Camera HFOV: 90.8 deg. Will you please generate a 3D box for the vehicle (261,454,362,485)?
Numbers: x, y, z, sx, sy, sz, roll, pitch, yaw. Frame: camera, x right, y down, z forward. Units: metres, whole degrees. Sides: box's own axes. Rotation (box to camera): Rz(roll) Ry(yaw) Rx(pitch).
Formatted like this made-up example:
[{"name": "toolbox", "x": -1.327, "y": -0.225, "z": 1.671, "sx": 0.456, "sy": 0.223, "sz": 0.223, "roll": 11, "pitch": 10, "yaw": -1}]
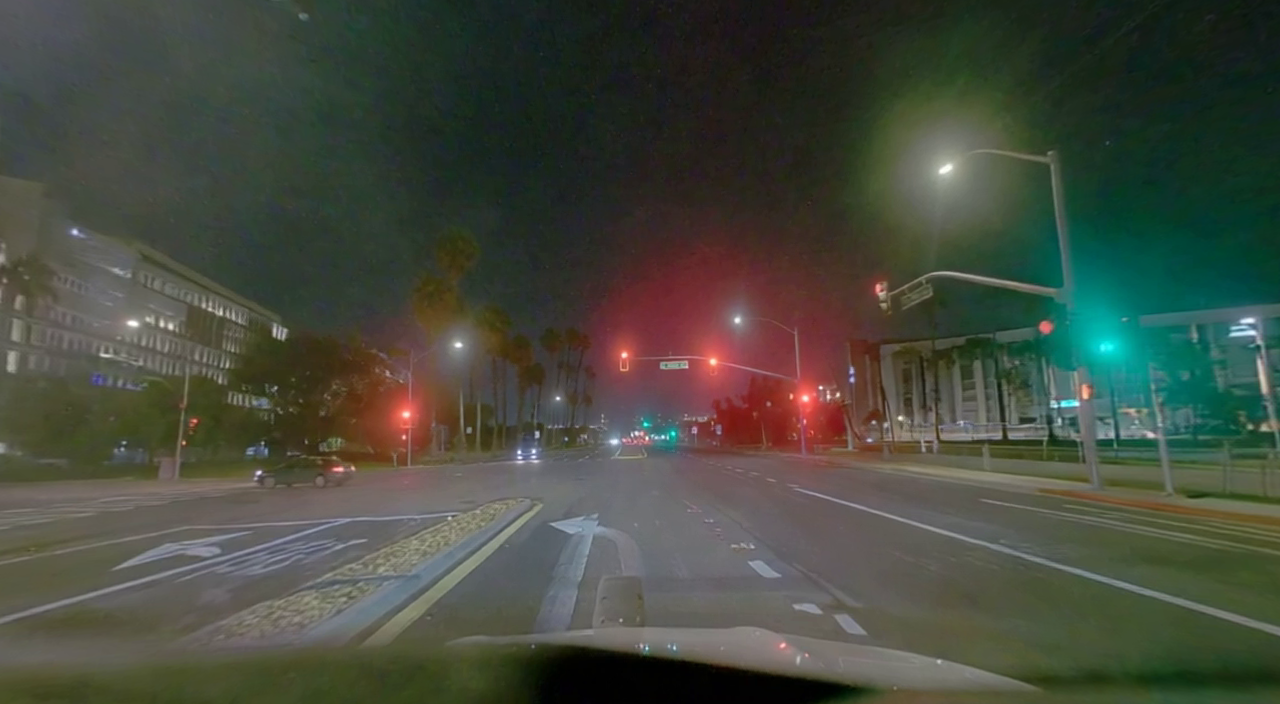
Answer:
[{"name": "vehicle", "x": -16.698, "y": 5.939, "z": 32.174, "sx": 4.386, "sy": 1.481, "sz": 2.037, "roll": -3, "pitch": -9, "yaw": 19}]
